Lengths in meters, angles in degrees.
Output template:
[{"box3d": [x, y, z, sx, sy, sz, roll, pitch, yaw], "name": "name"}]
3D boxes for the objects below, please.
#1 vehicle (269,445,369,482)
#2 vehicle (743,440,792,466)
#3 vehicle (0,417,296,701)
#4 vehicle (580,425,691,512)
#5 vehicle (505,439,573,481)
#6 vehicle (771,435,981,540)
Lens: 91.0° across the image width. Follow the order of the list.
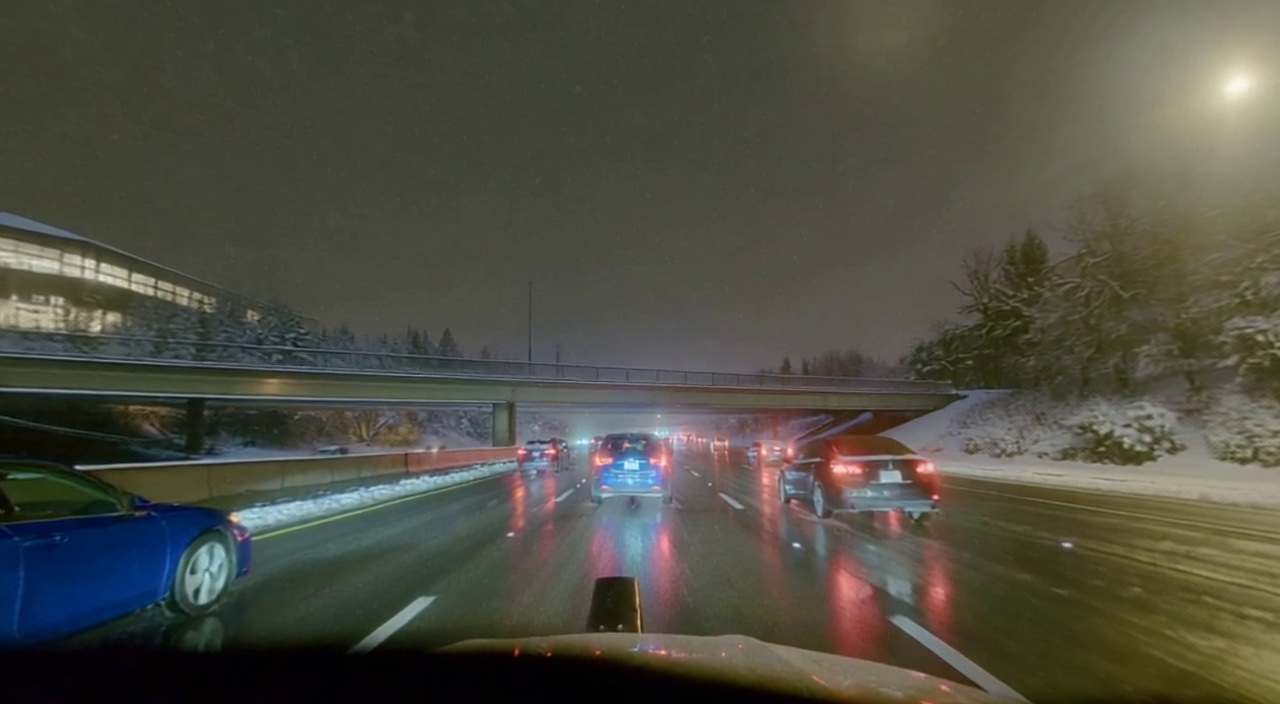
[{"box3d": [-14.748, 5.128, 29.268, 2.021, 1.561, 4.722, 0, -9, 2], "name": "vehicle"}, {"box3d": [7.933, 6.324, 39.594, 2.049, 1.521, 4.604, 0, -9, 0], "name": "vehicle"}, {"box3d": [-4.348, 1.163, 3.817, 1.974, 1.478, 4.412, 0, -9, 1], "name": "vehicle"}, {"box3d": [-0.068, 2.622, 14.530, 2.181, 1.697, 4.021, 0, -9, 1], "name": "vehicle"}, {"box3d": [-3.951, 4.313, 25.463, 1.947, 1.516, 4.295, 0, -9, 1], "name": "vehicle"}, {"box3d": [3.901, 2.312, 11.459, 2.031, 1.492, 4.577, 0, -9, 0], "name": "vehicle"}]
